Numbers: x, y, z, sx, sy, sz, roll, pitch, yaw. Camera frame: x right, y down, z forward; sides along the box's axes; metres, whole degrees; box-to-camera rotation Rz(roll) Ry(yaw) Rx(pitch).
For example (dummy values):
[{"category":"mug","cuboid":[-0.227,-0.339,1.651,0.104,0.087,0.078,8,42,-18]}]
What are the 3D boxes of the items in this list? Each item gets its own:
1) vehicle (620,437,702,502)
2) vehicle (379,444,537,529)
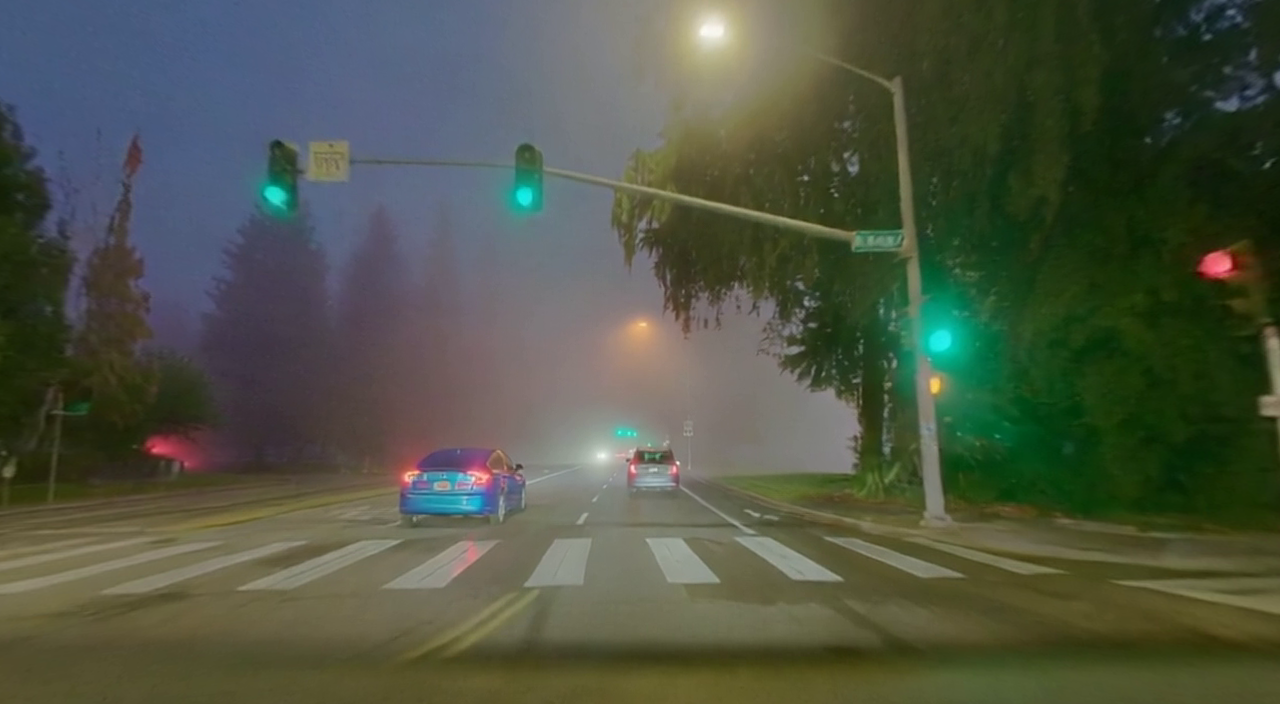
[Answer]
[{"category":"vehicle","cuboid":[0.528,3.656,19.955,2.215,1.799,4.426,1,-9,-3]},{"category":"vehicle","cuboid":[-3.490,2.643,12.975,2.036,1.447,4.044,0,-9,0]}]
